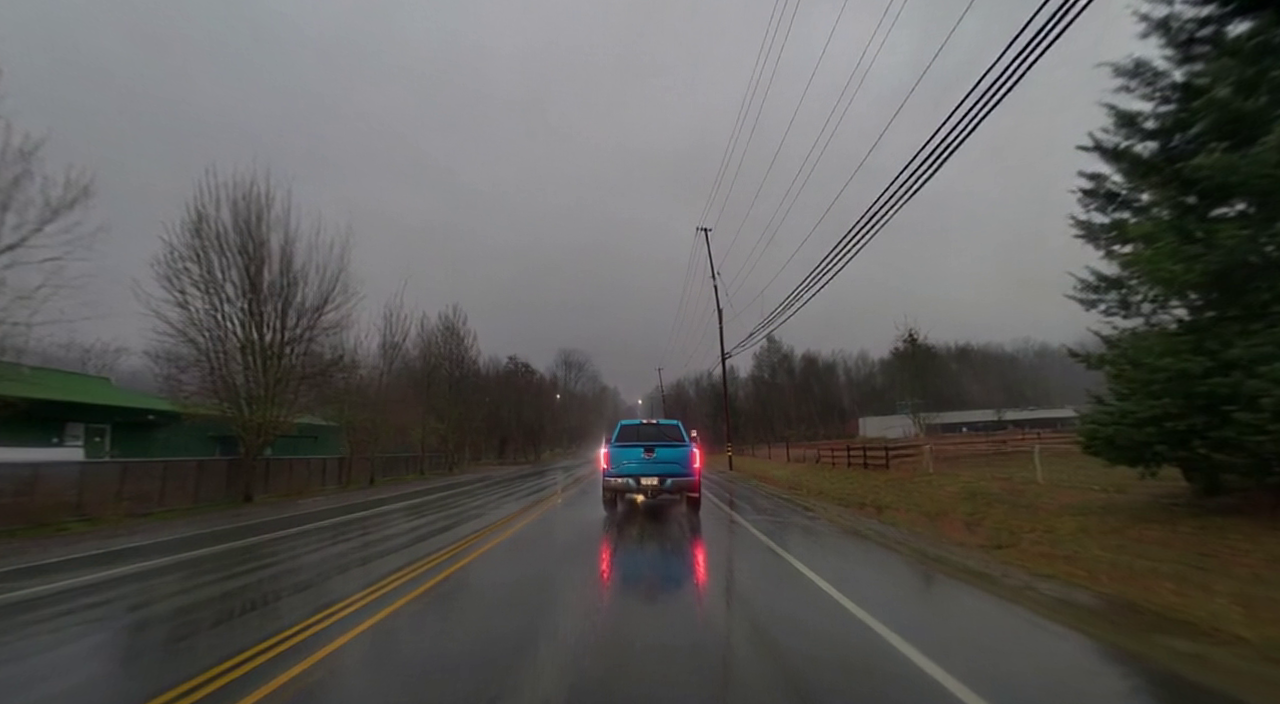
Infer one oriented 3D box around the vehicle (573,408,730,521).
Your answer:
[{"bbox_3d":[0.184,2.412,14.149,2.693,1.941,6.356,0,-8,0],"label":"vehicle"}]
